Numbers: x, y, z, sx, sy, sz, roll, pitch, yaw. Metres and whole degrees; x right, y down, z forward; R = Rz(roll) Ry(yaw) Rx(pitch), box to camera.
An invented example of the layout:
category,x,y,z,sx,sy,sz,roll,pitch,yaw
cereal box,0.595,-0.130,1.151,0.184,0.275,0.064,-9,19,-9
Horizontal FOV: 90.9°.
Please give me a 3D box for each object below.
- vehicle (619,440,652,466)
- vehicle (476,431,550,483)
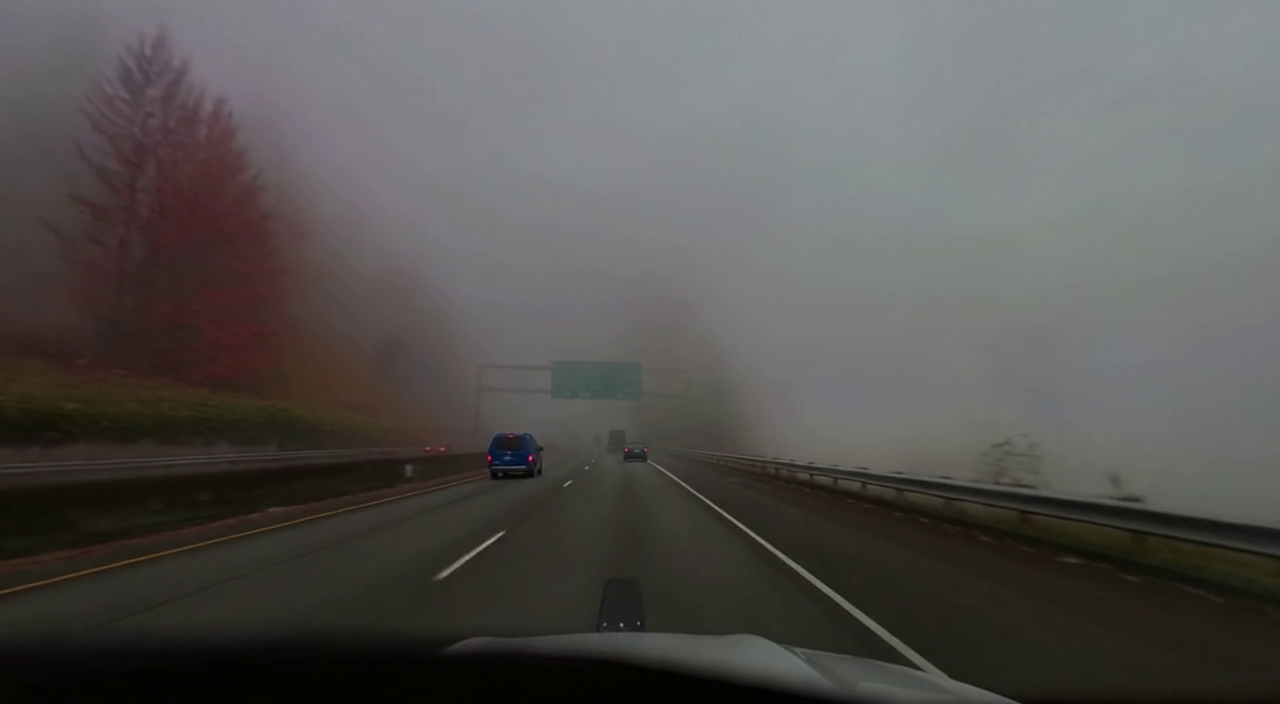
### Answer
category,x,y,z,sx,sy,sz,roll,pitch,yaw
vehicle,-0.296,6.278,39.267,1.939,1.497,3.863,0,-8,-1
vehicle,-4.577,3.861,23.380,1.924,1.720,4.195,0,-8,-1
